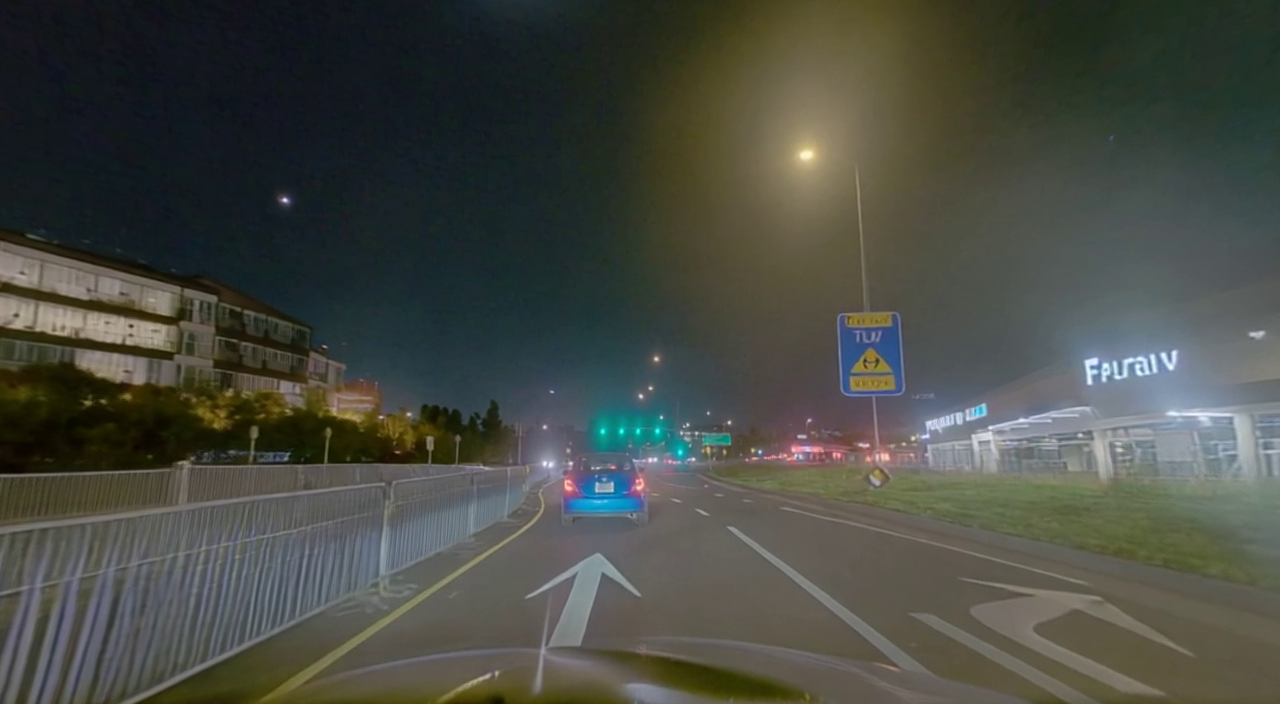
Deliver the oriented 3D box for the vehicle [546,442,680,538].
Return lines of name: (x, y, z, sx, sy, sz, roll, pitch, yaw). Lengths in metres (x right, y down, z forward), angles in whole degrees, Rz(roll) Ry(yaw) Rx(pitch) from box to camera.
vehicle: (-0.529, 2.425, 11.704, 2.063, 1.442, 3.933, 0, -9, -3)
